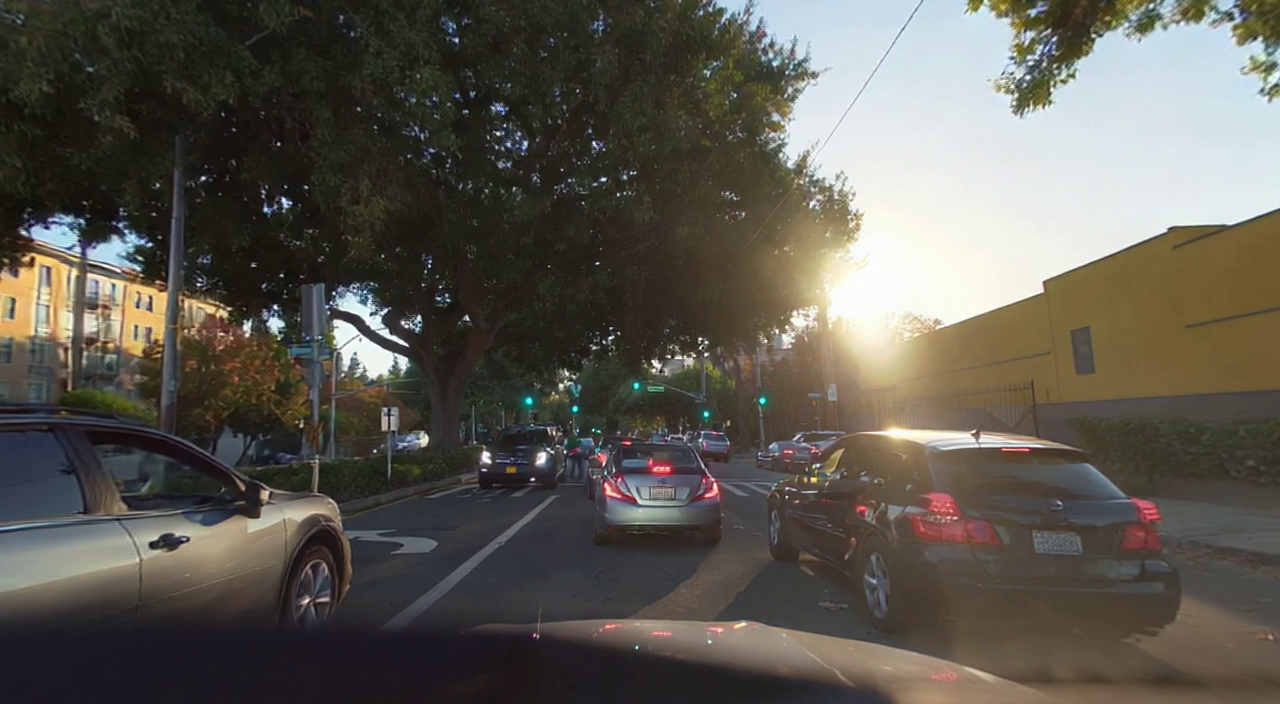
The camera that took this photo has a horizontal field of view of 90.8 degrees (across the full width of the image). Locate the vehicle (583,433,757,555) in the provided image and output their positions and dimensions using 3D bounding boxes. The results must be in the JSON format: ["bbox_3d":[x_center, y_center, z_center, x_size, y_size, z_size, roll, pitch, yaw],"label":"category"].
[{"bbox_3d":[0.271,1.994,9.572,2.095,1.438,3.843,0,-9,-3],"label":"vehicle"}]

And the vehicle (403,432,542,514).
[{"bbox_3d":[-3.508,2.623,14.233,1.901,1.522,4.556,0,-9,0],"label":"vehicle"}]

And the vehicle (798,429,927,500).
[{"bbox_3d":[6.341,3.248,18.688,2.025,1.808,4.579,0,-9,-2],"label":"vehicle"}]

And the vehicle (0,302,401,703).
[{"bbox_3d":[-3.269,0.931,3.394,2.152,1.802,4.628,0,-9,0],"label":"vehicle"}]
